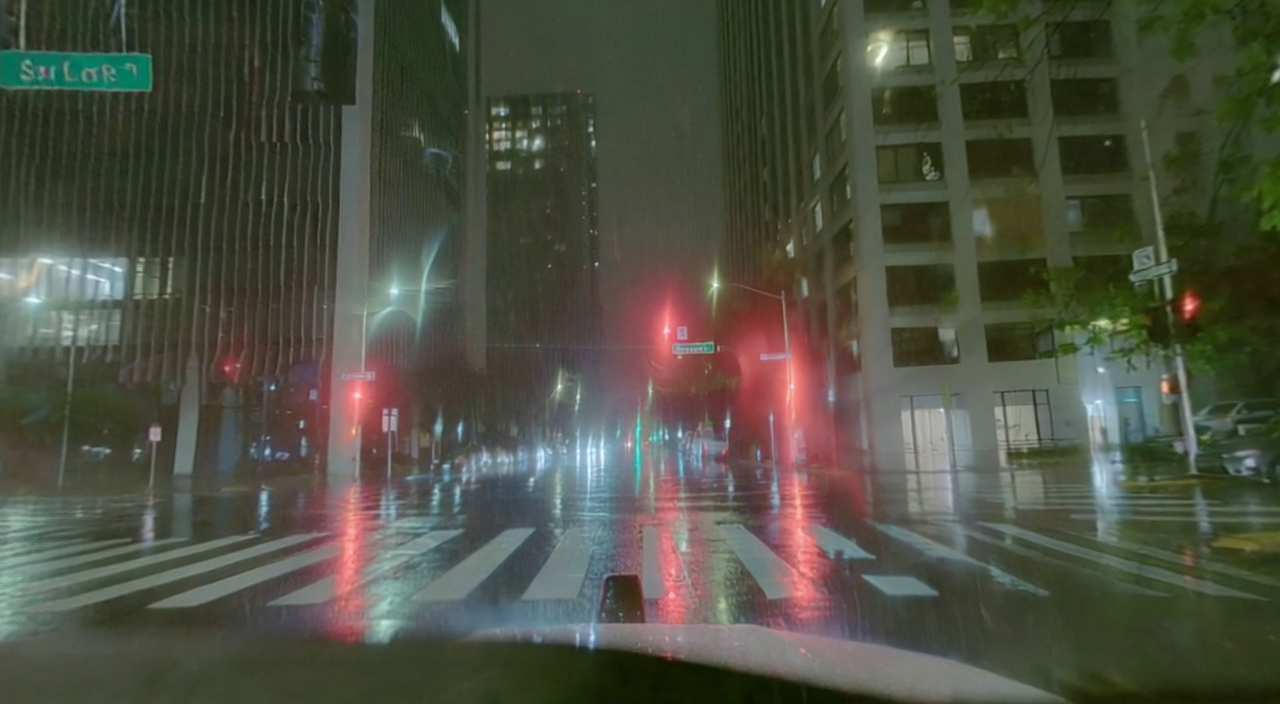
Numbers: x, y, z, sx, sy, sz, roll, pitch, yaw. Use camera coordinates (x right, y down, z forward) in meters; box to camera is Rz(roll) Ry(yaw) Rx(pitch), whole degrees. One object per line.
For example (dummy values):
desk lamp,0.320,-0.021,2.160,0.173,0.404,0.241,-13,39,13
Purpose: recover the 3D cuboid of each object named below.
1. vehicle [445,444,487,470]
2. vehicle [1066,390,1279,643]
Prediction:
vehicle,-12.451,7.506,45.381,1.935,1.639,4.244,-3,-8,-2
vehicle,5.651,1.137,4.241,2.070,1.804,4.881,0,-8,-1
